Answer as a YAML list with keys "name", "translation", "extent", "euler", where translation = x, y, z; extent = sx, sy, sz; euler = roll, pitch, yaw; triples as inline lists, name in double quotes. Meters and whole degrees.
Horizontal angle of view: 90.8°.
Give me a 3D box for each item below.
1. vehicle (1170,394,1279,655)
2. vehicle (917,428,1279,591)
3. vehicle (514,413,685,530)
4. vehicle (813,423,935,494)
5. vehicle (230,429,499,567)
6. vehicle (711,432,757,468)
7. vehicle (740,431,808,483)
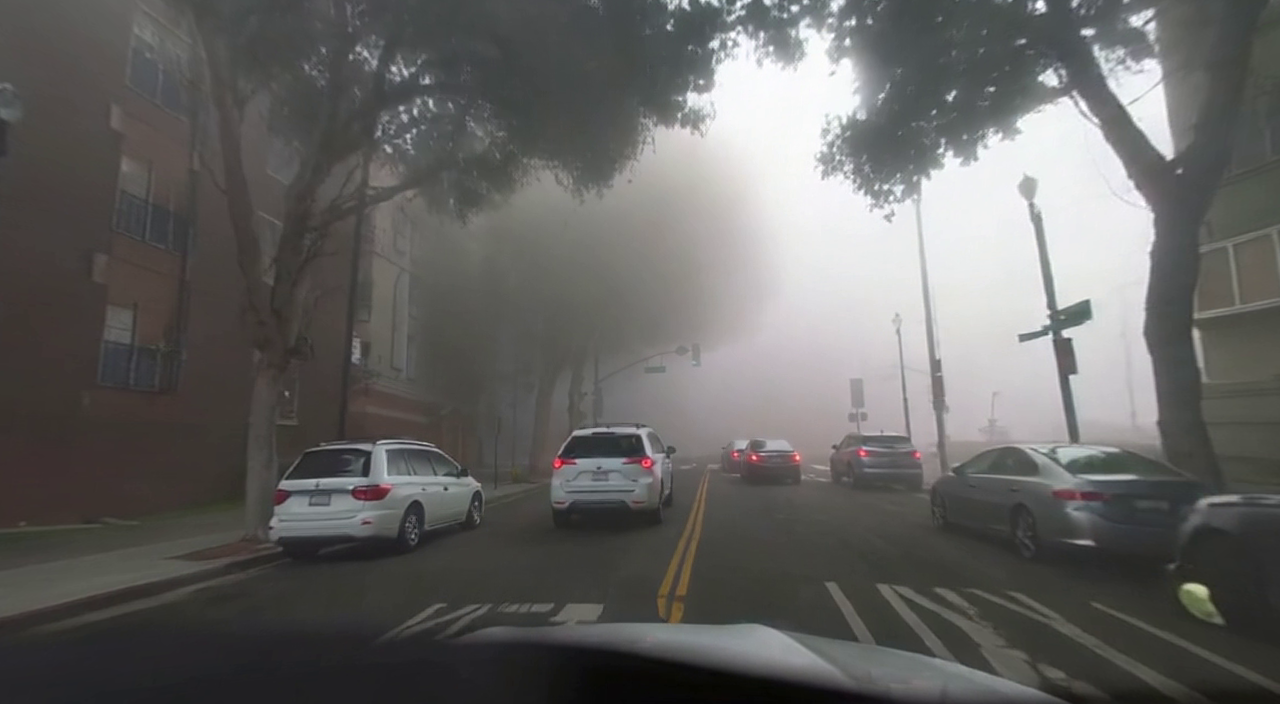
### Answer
- name: "vehicle"
  translation: [4.778, 0.852, 2.480]
  extent: [1.883, 1.601, 4.305]
  euler: [-1, -9, 5]
- name: "vehicle"
  translation: [5.231, 1.758, 7.959]
  extent: [1.937, 1.442, 4.338]
  euler: [-1, -9, 6]
- name: "vehicle"
  translation: [-0.497, 2.298, 12.741]
  extent: [2.333, 1.832, 5.200]
  euler: [-2, -9, 9]
- name: "vehicle"
  translation: [6.818, 3.187, 19.163]
  extent: [2.093, 1.815, 5.441]
  euler: [-1, -9, 5]
- name: "vehicle"
  translation: [-4.161, 2.252, 10.581]
  extent: [2.013, 1.772, 4.439]
  euler: [-2, -9, 8]
- name: "vehicle"
  translation: [4.731, 4.996, 32.230]
  extent: [2.111, 1.705, 4.093]
  euler: [-1, -9, 6]
- name: "vehicle"
  translation: [4.666, 3.685, 22.351]
  extent: [2.111, 1.619, 4.077]
  euler: [-2, -9, 10]
